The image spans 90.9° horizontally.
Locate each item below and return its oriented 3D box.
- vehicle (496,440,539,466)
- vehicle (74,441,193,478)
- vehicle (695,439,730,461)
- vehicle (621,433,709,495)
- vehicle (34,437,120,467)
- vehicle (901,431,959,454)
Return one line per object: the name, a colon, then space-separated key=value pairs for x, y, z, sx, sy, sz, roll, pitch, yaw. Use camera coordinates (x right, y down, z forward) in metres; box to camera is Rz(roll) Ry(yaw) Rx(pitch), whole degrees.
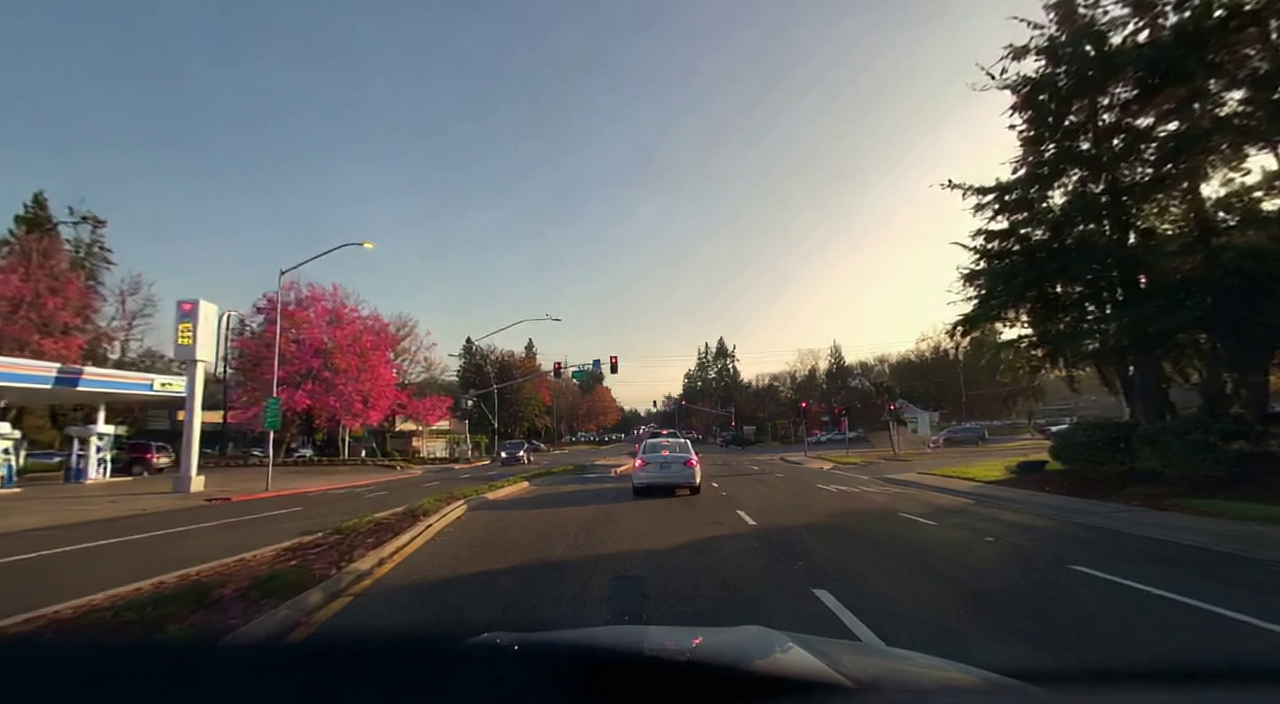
vehicle: x=-8.257 y=6.839 z=42.894 sx=2.108 sy=1.671 sz=4.535 roll=0 pitch=-8 yaw=-2
vehicle: x=-26.843 y=5.663 z=33.641 sx=1.946 sy=1.816 sz=4.792 roll=-1 pitch=-8 yaw=7
vehicle: x=5.154 y=6.996 z=45.179 sx=2.047 sy=1.470 sz=4.251 roll=0 pitch=-8 yaw=1
vehicle: x=0.694 y=3.004 z=17.302 sx=2.112 sy=1.482 sz=4.057 roll=0 pitch=-8 yaw=3
vehicle: x=-36.793 y=6.542 z=41.235 sx=4.099 sy=1.638 sz=2.009 roll=-4 pitch=-6 yaw=9
vehicle: x=20.515 y=6.400 z=44.562 sx=4.091 sy=1.495 sz=2.053 roll=7 pitch=-11 yaw=-39
